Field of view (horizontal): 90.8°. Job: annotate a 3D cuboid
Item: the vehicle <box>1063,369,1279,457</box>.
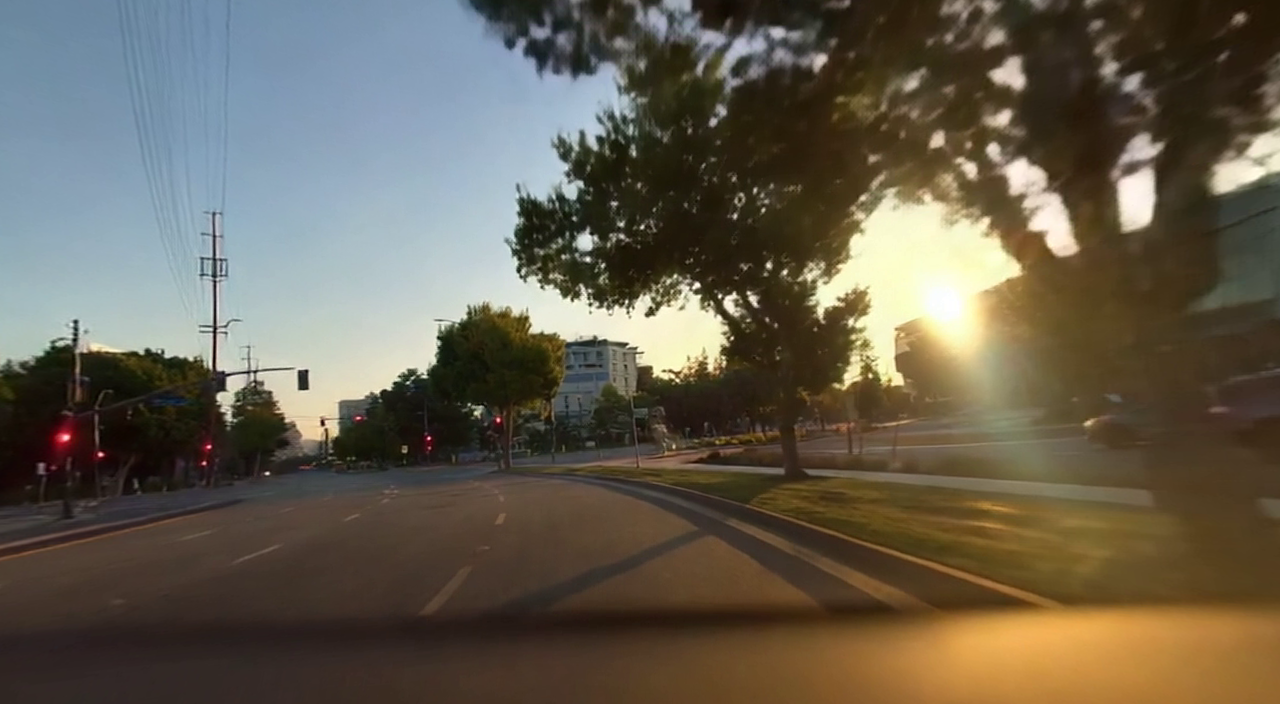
[{"bbox_3d":[13.833,1.634,16.353,1.925,1.546,4.187,-3,-10,-40],"label":"vehicle"}]
